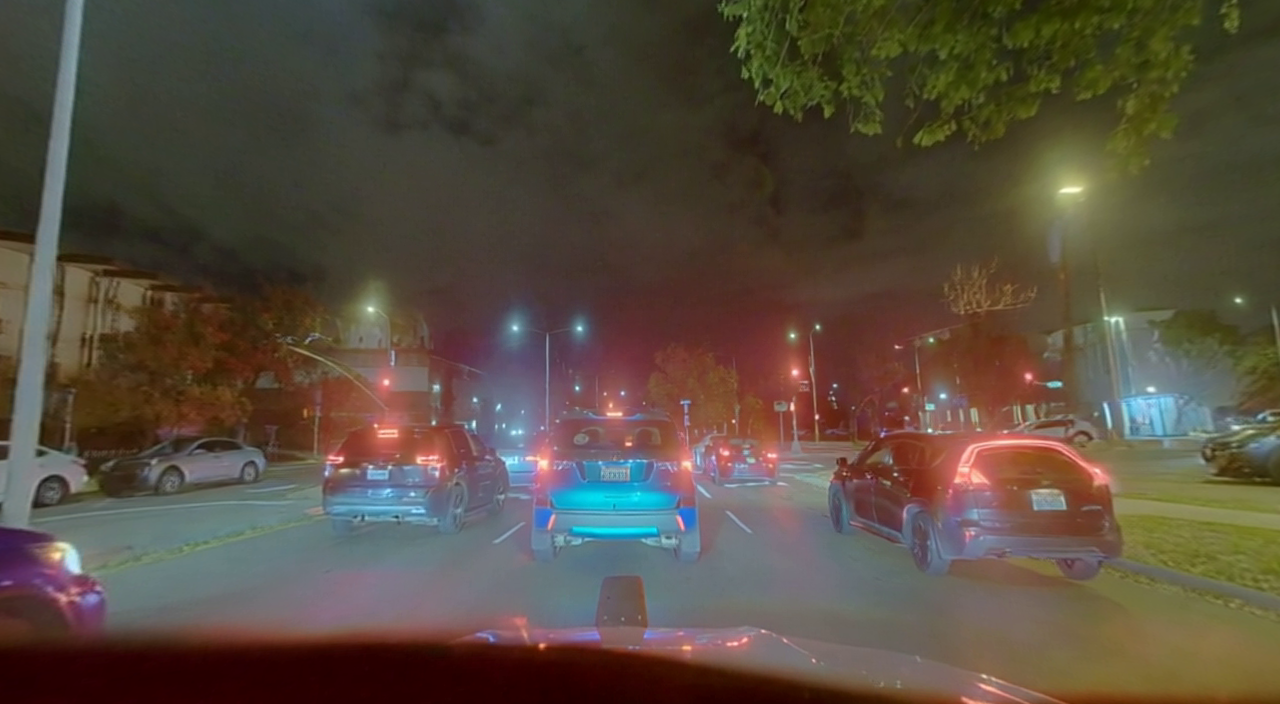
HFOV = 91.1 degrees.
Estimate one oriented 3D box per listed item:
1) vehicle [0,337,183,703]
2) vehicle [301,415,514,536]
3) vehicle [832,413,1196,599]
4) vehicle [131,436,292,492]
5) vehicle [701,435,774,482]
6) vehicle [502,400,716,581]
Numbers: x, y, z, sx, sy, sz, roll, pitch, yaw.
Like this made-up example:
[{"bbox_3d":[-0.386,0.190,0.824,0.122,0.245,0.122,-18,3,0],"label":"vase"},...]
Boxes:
[{"bbox_3d":[-3.455,0.612,1.036,2.047,1.710,4.314,0,-8,1],"label":"vehicle"},{"bbox_3d":[-3.744,2.076,11.132,2.012,1.701,4.316,0,-8,1],"label":"vehicle"},{"bbox_3d":[3.770,1.592,7.312,1.847,1.554,3.885,0,-8,1],"label":"vehicle"},{"bbox_3d":[-15.242,3.987,22.830,1.972,1.759,5.347,0,-8,1],"label":"vehicle"},{"bbox_3d":[3.330,3.731,22.232,1.948,1.475,4.093,0,-8,0],"label":"vehicle"},{"bbox_3d":[-0.243,1.615,8.085,2.022,1.700,4.084,0,-8,1],"label":"vehicle"}]
